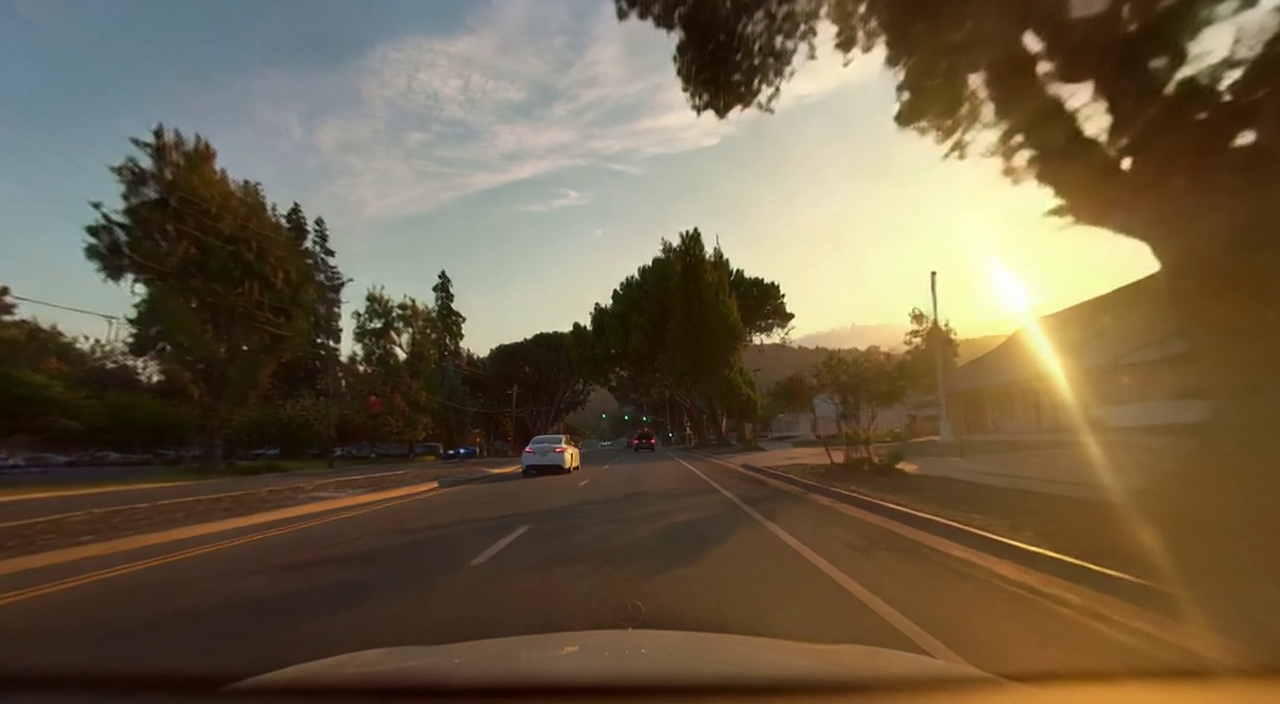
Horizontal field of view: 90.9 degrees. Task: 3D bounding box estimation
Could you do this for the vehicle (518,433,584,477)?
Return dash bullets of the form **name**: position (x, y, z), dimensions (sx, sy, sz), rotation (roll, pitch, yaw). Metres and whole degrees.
- **vehicle**: position (-3.496, 4.130, 25.529), dimensions (1.914, 1.630, 4.351), rotation (0, -8, 2)
